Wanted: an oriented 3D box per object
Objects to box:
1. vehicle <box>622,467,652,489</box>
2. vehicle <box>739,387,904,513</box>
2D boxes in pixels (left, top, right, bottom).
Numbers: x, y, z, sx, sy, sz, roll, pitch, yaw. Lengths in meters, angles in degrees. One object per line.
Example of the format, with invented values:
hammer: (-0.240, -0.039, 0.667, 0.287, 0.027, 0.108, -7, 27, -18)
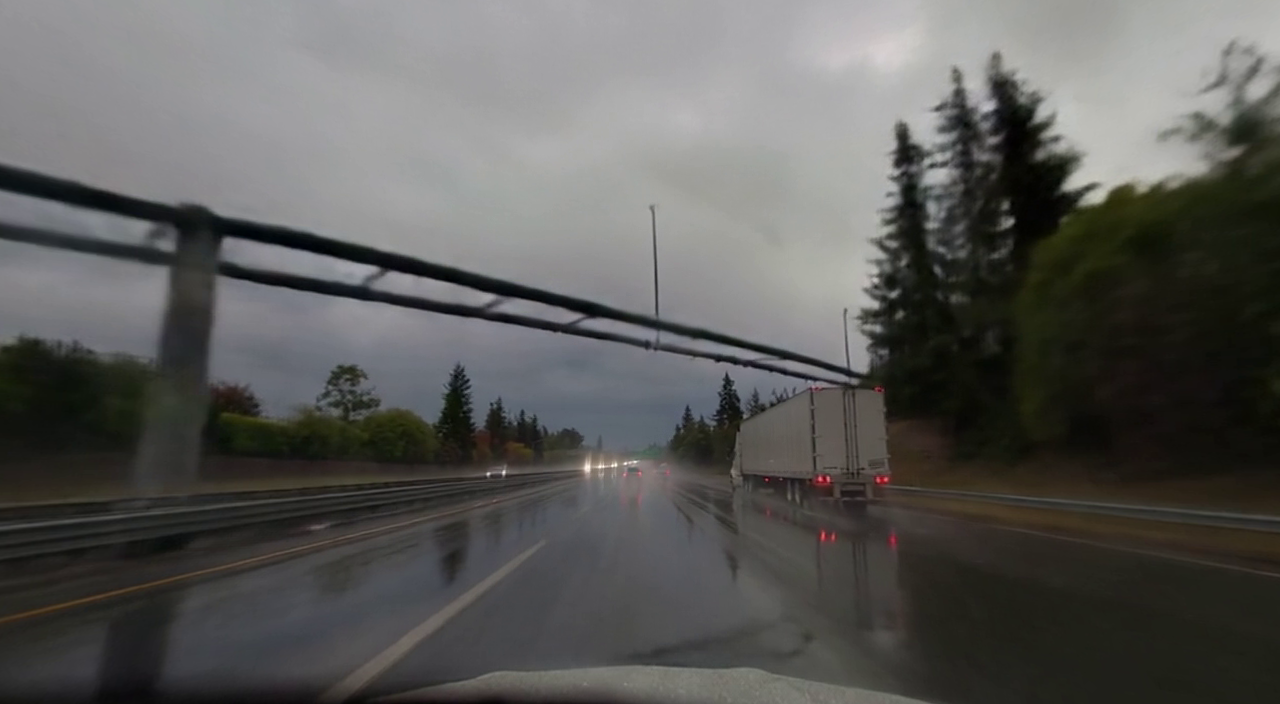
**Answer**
vehicle: (-0.216, 9.024, 45.332, 2.029, 1.459, 3.684, 1, -10, -1)
vehicle: (7.006, 4.459, 27.526, 2.926, 4.073, 13.836, 1, -10, -1)
